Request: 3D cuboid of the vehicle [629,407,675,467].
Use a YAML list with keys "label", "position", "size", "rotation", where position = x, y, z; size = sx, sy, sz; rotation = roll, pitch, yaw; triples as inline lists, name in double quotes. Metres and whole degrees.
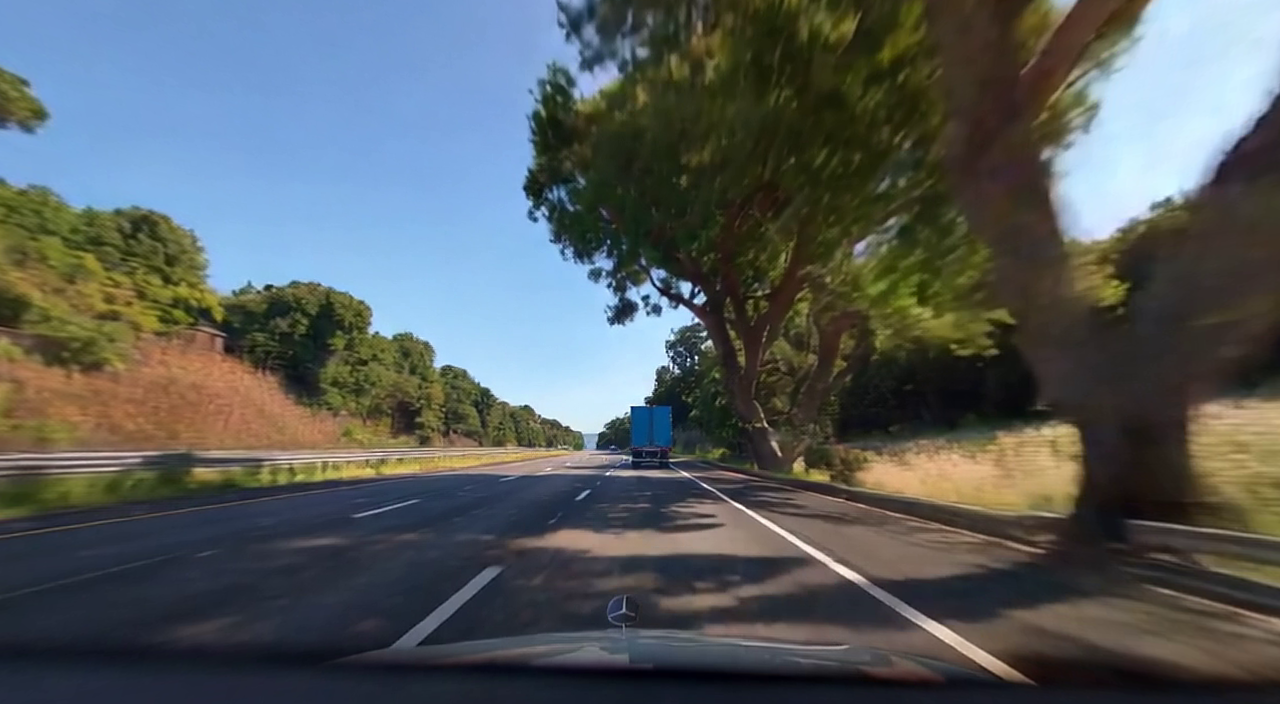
- label: "vehicle"
  position: [0.730, 6.595, 48.047]
  size: [3.055, 4.009, 10.972]
  rotation: [0, -9, -1]
